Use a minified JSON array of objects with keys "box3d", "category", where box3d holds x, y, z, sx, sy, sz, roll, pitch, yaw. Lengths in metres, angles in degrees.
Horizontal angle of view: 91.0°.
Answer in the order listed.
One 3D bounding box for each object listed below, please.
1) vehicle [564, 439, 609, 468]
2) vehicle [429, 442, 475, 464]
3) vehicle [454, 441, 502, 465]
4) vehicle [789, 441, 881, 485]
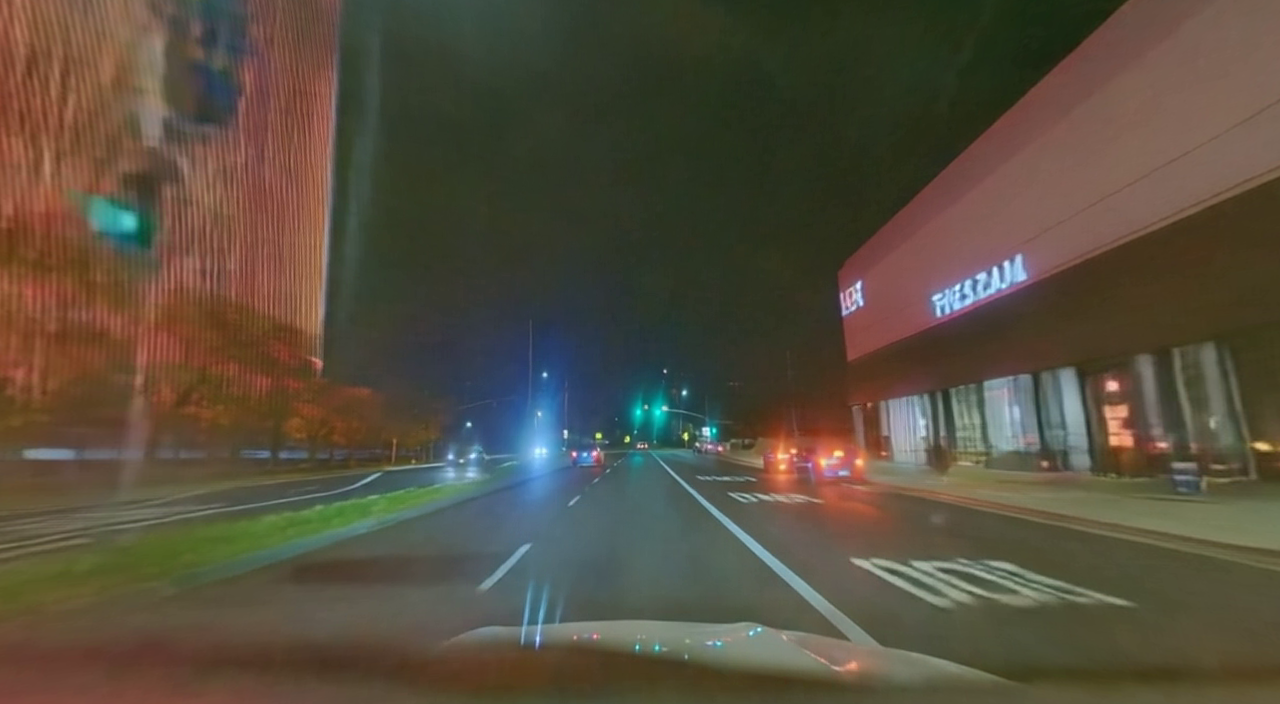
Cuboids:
[{"box3d":[-2.909,5.613,34.922,2.078,1.471,4.217,0,-9,0],"category":"vehicle"},{"box3d":[-13.528,7.283,45.484,1.839,1.465,4.523,0,-9,1],"category":"vehicle"},{"box3d":[-10.581,6.650,41.458,2.051,1.492,4.132,0,-9,0],"category":"vehicle"},{"box3d":[7.325,4.199,24.223,1.968,1.493,4.878,0,-9,0],"category":"vehicle"}]
